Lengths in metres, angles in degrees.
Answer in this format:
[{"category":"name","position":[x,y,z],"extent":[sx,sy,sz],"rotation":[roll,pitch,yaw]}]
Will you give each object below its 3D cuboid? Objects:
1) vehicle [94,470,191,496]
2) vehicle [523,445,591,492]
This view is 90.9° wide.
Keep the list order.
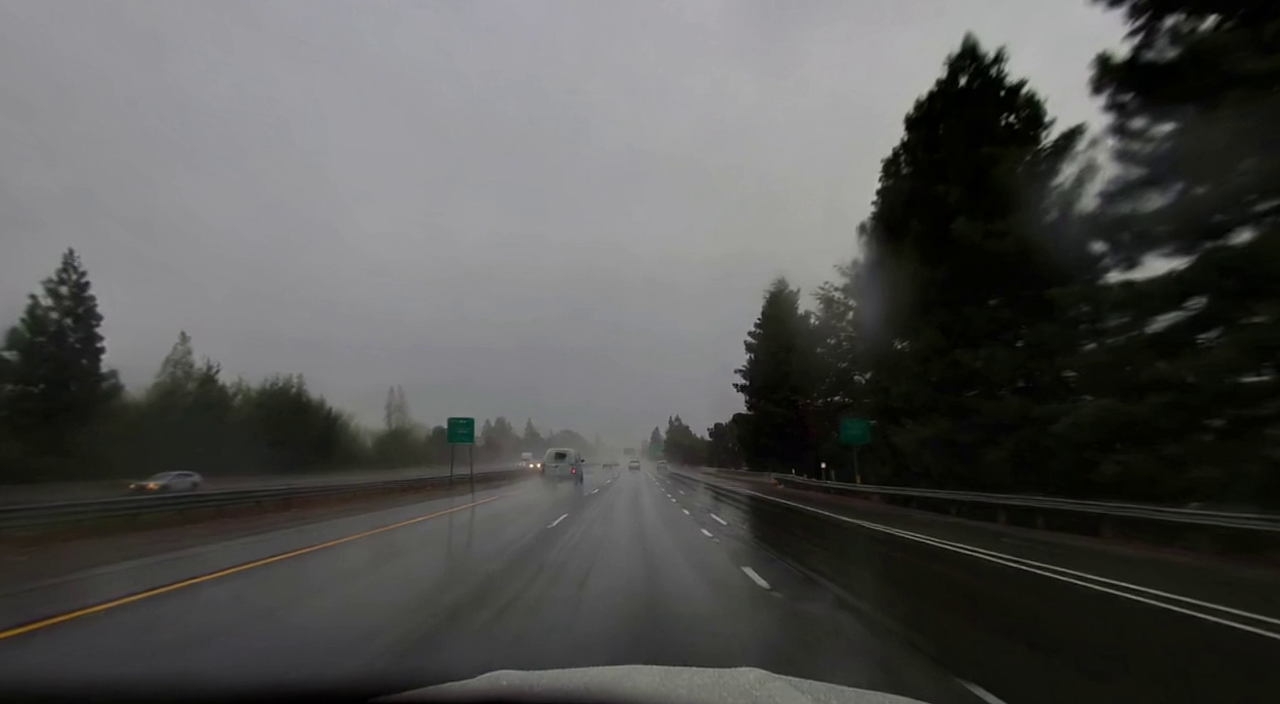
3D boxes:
[{"category":"vehicle","position":[-30.741,8.108,39.099],"extent":[1.771,1.457,4.492],"rotation":[-1,-11,11]},{"category":"vehicle","position":[-3.572,5.182,28.080],"extent":[2.390,1.879,4.423],"rotation":[1,-10,1]}]
